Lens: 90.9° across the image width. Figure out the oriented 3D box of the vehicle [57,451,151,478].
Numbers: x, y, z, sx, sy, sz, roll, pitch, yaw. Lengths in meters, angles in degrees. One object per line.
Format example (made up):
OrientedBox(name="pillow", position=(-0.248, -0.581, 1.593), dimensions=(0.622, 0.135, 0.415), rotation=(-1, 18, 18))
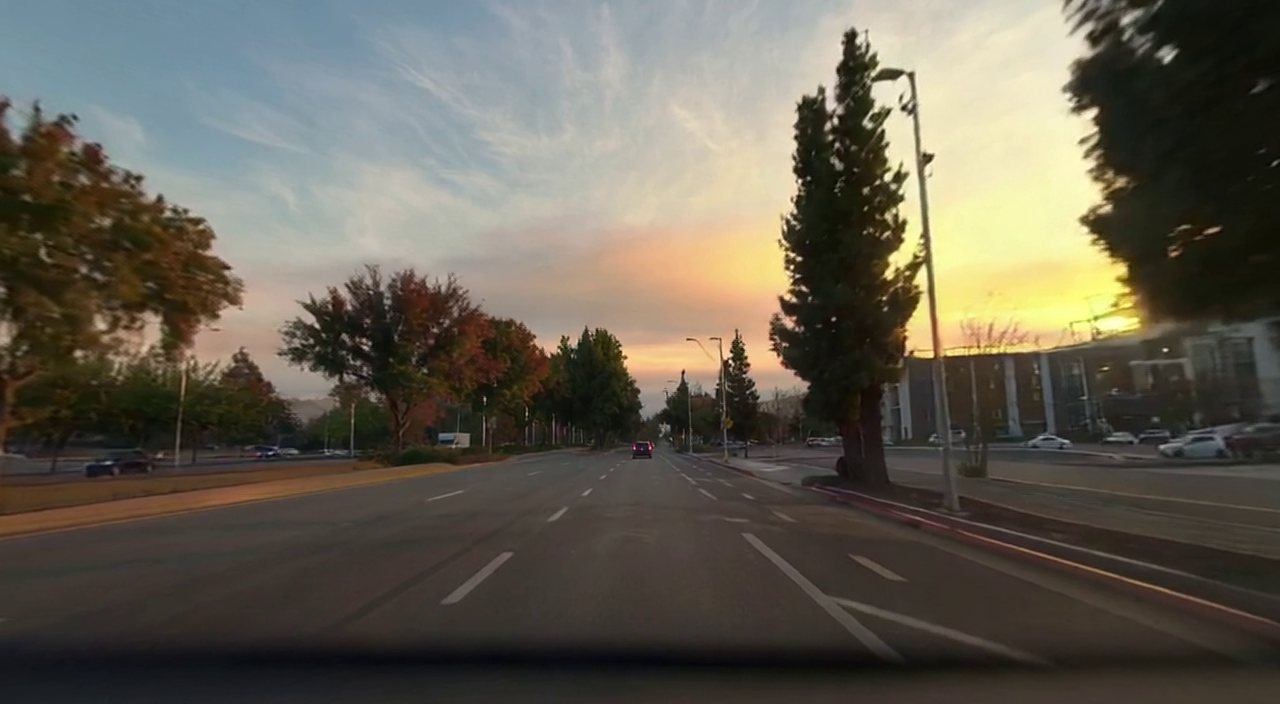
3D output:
OrientedBox(name="vehicle", position=(-38.148, 7.973, 45.132), dimensions=(2.022, 1.736, 5.218), rotation=(0, -8, 2))
